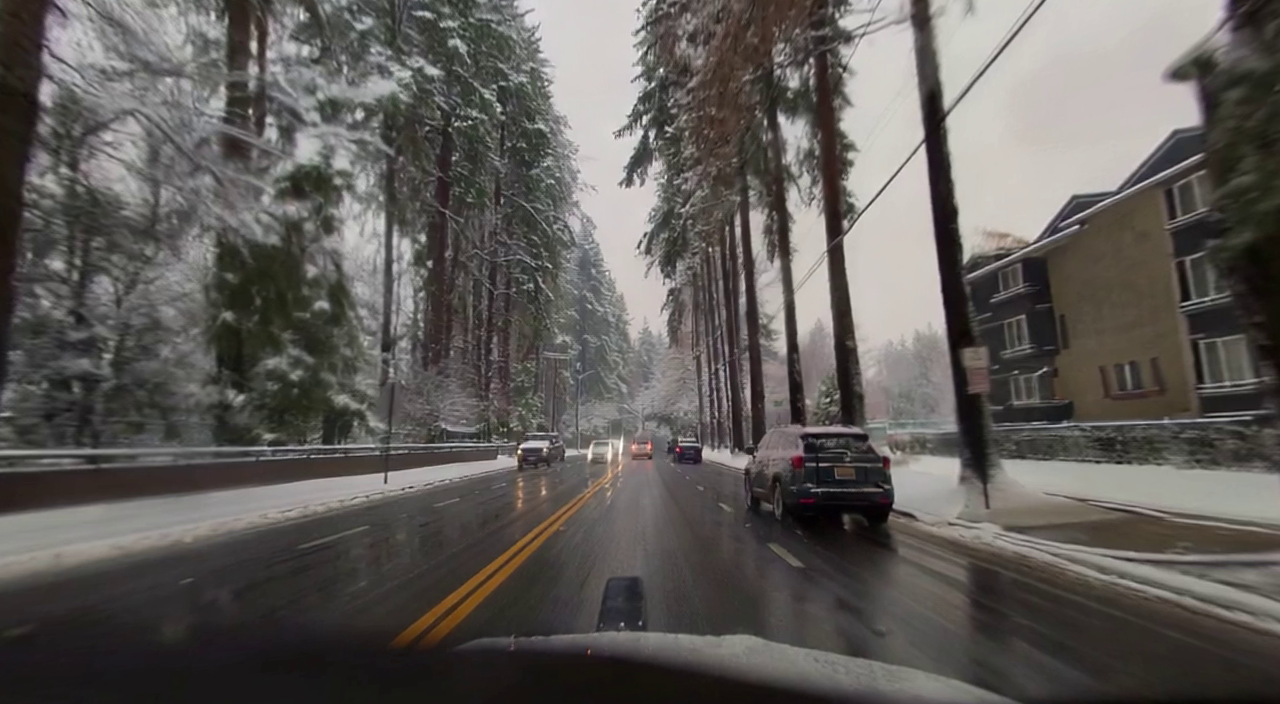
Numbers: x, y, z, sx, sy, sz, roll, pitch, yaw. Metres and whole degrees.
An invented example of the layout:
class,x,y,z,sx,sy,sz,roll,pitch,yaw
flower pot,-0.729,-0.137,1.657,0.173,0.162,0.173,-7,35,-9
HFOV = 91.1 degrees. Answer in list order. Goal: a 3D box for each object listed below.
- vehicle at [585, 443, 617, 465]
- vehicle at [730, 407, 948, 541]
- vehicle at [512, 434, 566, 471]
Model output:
class,x,y,z,sx,sy,sz,roll,pitch,yaw
vehicle,-2.633,6.993,43.236,1.941,1.409,3.975,0,-8,0
vehicle,3.200,2.115,11.529,2.219,1.881,5.104,0,-8,-1
vehicle,-5.929,5.962,37.455,2.200,2.041,5.550,0,-8,1
